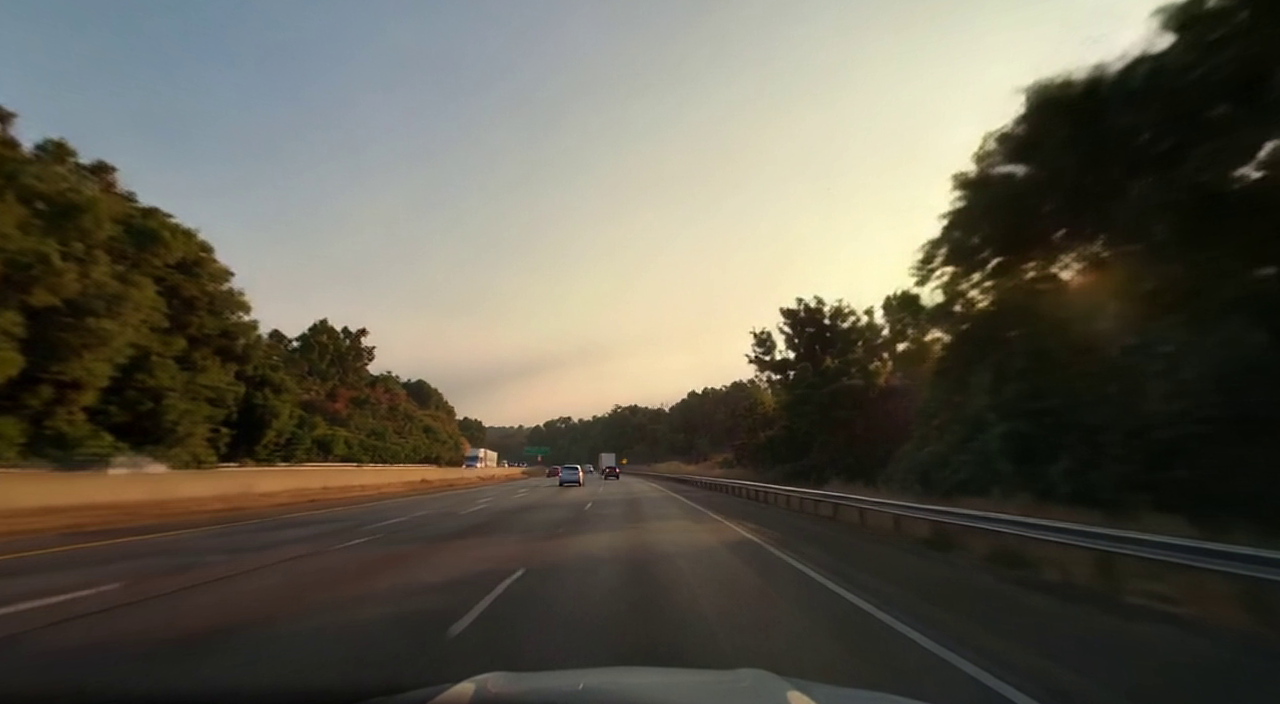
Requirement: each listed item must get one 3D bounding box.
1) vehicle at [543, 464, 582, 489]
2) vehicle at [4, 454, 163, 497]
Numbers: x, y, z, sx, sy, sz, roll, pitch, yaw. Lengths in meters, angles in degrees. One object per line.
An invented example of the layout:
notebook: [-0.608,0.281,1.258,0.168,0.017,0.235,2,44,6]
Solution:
vehicle: [-5.026,8.164,41.414,2.115,1.546,4.638,1,-10,-2]
vehicle: [-21.315,4.759,24.456,2.033,1.481,4.575,1,-10,-1]
